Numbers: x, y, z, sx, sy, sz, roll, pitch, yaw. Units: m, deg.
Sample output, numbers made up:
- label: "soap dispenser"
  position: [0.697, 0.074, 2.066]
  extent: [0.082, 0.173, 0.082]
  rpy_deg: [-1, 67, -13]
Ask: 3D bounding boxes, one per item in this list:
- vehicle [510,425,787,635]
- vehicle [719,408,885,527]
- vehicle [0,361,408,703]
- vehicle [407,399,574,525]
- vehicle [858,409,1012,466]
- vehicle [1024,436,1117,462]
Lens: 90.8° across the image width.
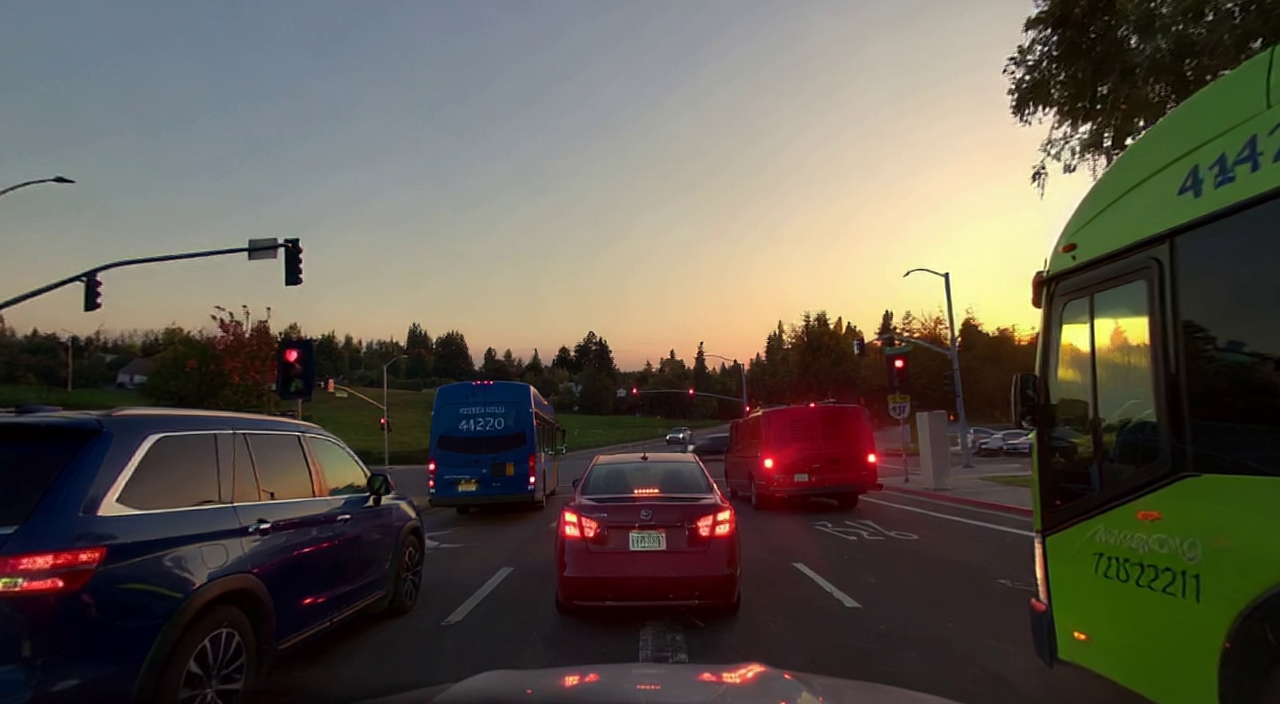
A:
- label: "vehicle"
  position: [0.055, 1.550, 6.412]
  extent: [1.976, 1.485, 3.624]
  rpy_deg: [0, -8, 0]
- label: "vehicle"
  position: [3.143, 2.403, 13.678]
  extent: [2.143, 2.036, 5.367]
  rpy_deg: [0, -8, 0]
- label: "vehicle"
  position: [-3.419, 1.178, 4.625]
  extent: [1.921, 1.701, 3.989]
  rpy_deg: [0, -8, -1]
- label: "vehicle"
  position: [-2.947, 2.352, 13.956]
  extent: [2.335, 2.221, 5.165]
  rpy_deg: [0, -8, 1]
- label: "vehicle"
  position: [17.564, 5.138, 37.934]
  extent: [7.839, 3.213, 2.628]
  rpy_deg: [0, -9, -3]
- label: "vehicle"
  position: [25.832, 5.831, 38.005]
  extent: [4.229, 1.489, 1.794]
  rpy_deg: [0, -8, -1]
